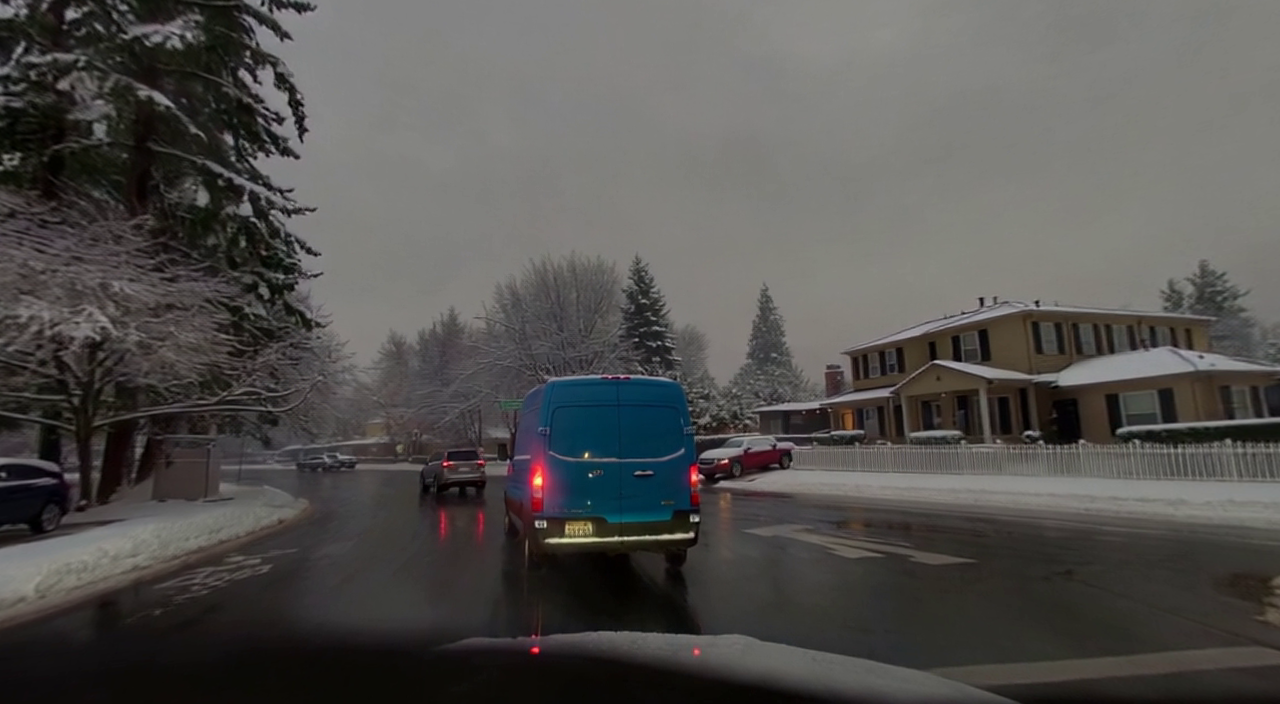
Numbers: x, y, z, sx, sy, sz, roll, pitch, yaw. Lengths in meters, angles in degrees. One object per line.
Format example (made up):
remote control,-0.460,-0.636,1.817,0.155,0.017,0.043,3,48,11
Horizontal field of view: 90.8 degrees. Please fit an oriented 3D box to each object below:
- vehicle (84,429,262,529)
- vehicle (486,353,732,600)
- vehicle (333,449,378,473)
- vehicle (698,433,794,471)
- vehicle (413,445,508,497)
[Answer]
vehicle,-10.658,2.845,14.993,2.228,1.871,5.492,4,-9,-25
vehicle,-0.791,1.444,8.100,2.213,2.124,4.809,2,-9,-14
vehicle,-19.136,7.277,42.381,1.911,1.493,4.291,6,-10,-34
vehicle,5.269,4.932,31.269,4.559,1.754,1.985,6,-10,-34
vehicle,-5.852,3.713,20.245,2.008,1.445,4.386,4,-9,-27
